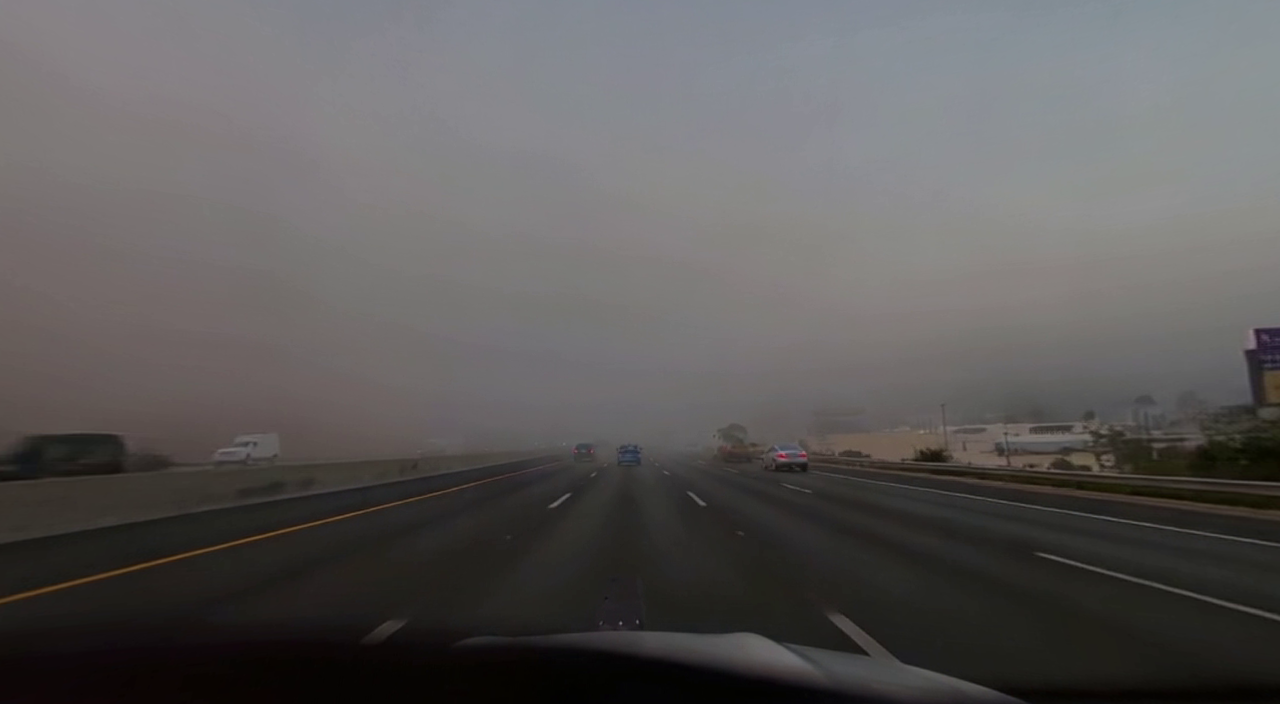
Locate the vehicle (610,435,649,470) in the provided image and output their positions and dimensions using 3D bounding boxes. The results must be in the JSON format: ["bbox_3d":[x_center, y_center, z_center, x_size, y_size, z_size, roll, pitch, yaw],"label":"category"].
[{"bbox_3d":[-0.529,5.504,34.857,2.002,1.759,4.658,0,-8,0],"label":"vehicle"}]

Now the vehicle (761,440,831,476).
[{"bbox_3d":[6.759,4.628,27.852,1.879,1.428,4.402,0,-8,-2],"label":"vehicle"}]

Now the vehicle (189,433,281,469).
[{"bbox_3d":[-29.526,7.261,46.453,2.378,2.420,6.571,0,-8,0],"label":"vehicle"}]

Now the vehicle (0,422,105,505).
[{"bbox_3d":[-14.006,2.370,13.511,1.715,1.682,3.811,0,-8,0],"label":"vehicle"}]

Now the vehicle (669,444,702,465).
[{"bbox_3d":[3.063,6.916,42.934,1.816,1.353,3.809,0,-8,-2],"label":"vehicle"}]

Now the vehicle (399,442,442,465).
[{"bbox_3d":[-14.202,6.591,41.005,1.546,1.405,3.307,0,-8,0],"label":"vehicle"}]

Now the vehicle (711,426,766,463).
[{"bbox_3d":[6.919,6.648,45.458,2.790,2.473,6.815,0,-8,0],"label":"vehicle"}]

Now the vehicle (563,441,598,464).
[{"bbox_3d":[-4.434,7.535,47.678,2.126,1.631,4.643,0,-8,0],"label":"vehicle"}]

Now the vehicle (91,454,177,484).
[{"bbox_3d":[-25.365,5.857,31.802,1.538,1.340,3.294,0,-8,1],"label":"vehicle"}]
